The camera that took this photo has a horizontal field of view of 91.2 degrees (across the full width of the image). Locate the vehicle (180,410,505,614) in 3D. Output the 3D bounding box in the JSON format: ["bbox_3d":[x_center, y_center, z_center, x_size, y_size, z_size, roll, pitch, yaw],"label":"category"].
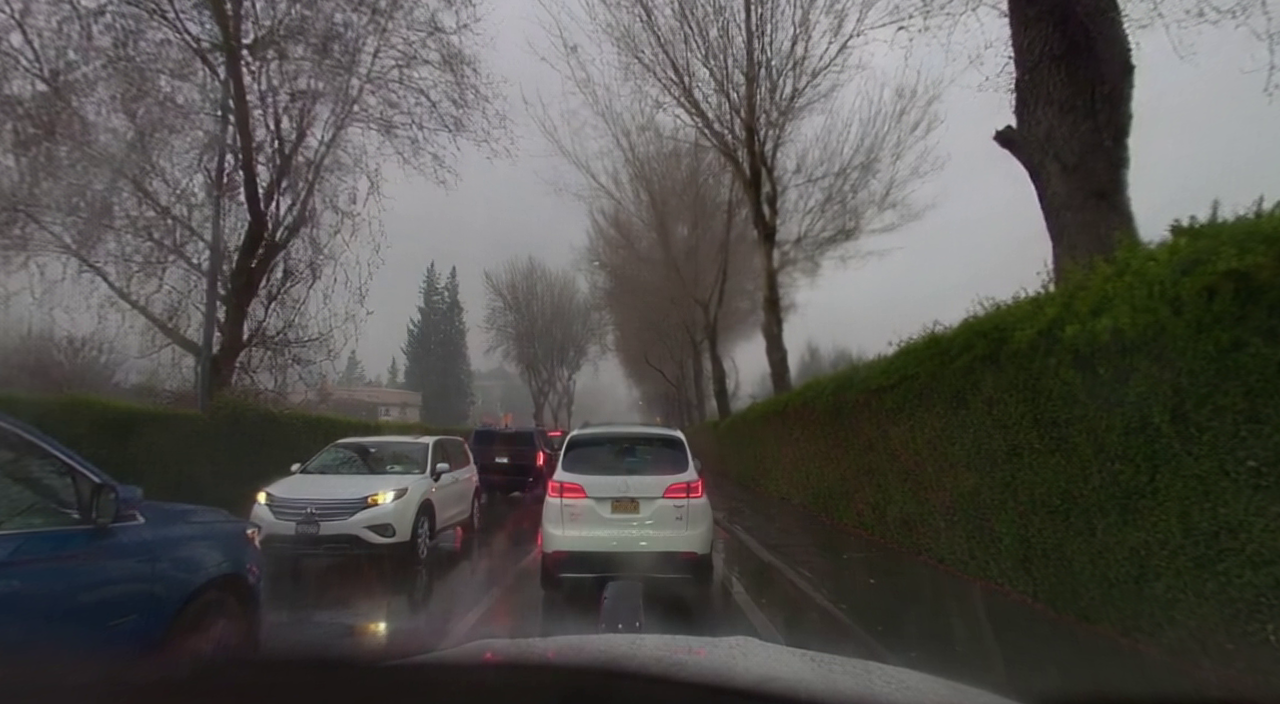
[{"bbox_3d":[-3.406,1.866,8.336,2.256,1.728,4.421,-6,-8,-2],"label":"vehicle"}]

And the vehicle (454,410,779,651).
[{"bbox_3d":[-0.178,1.504,6.257,2.154,1.581,4.007,0,-9,-1],"label":"vehicle"}]

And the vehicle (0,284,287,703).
[{"bbox_3d":[-3.282,0.684,1.265,2.205,1.913,5.327,-6,-8,-2],"label":"vehicle"}]
